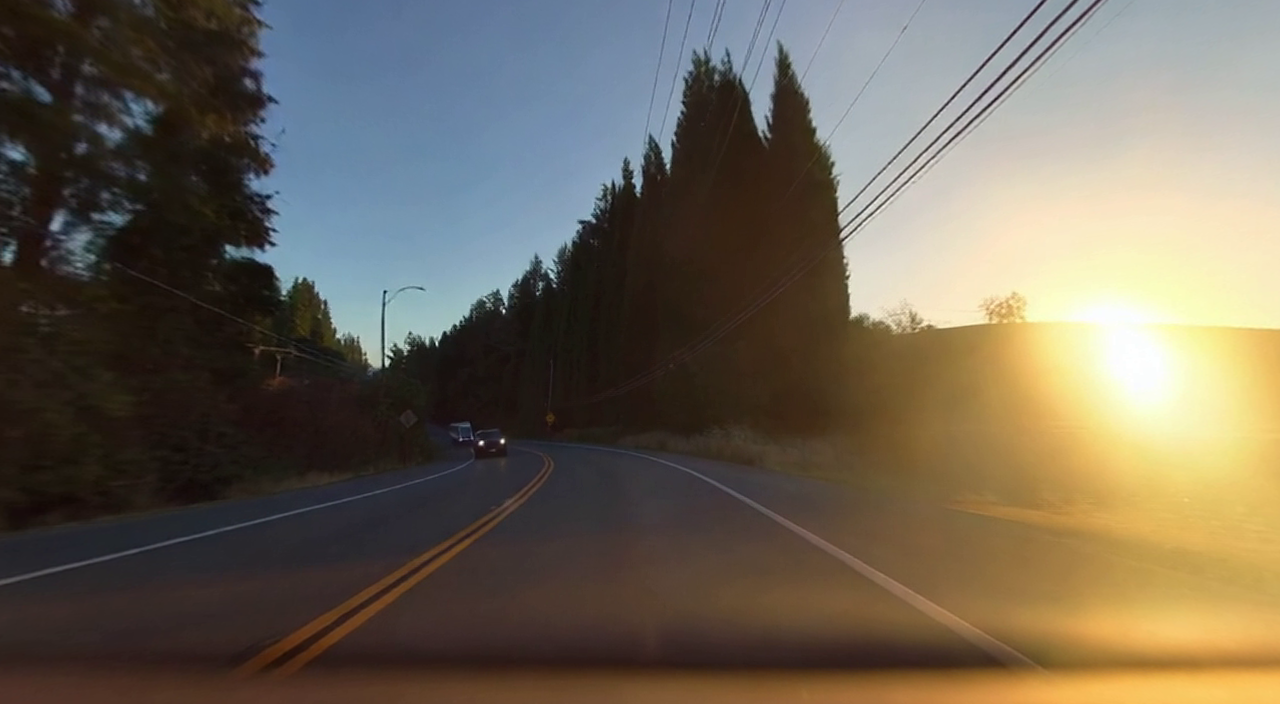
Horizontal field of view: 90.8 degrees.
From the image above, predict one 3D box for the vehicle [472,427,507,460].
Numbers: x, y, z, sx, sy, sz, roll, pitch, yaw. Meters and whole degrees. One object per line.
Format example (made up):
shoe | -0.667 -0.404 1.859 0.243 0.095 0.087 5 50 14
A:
vehicle | -10.152 6.208 42.837 2.151 2.036 4.267 1 -9 -12
